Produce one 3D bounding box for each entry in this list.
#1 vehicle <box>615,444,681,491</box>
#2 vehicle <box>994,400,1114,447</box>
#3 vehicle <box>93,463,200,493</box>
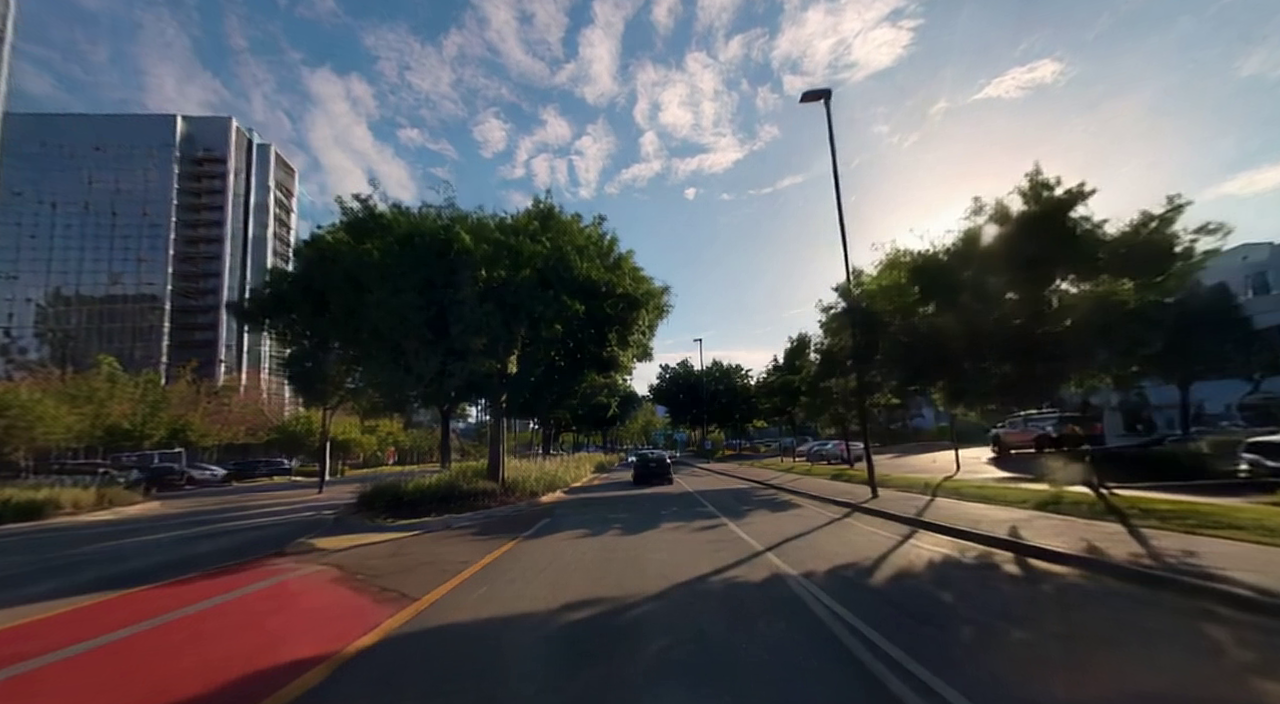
[{"bbox_3d":[0.251,3.914,21.653,2.063,1.442,4.135,0,-9,0],"label":"vehicle"},{"bbox_3d":[15.340,2.750,23.632,1.979,1.460,3.848,-2,-10,3],"label":"vehicle"},{"bbox_3d":[-30.421,7.740,38.938,4.962,1.561,1.997,7,-11,-39],"label":"vehicle"}]
